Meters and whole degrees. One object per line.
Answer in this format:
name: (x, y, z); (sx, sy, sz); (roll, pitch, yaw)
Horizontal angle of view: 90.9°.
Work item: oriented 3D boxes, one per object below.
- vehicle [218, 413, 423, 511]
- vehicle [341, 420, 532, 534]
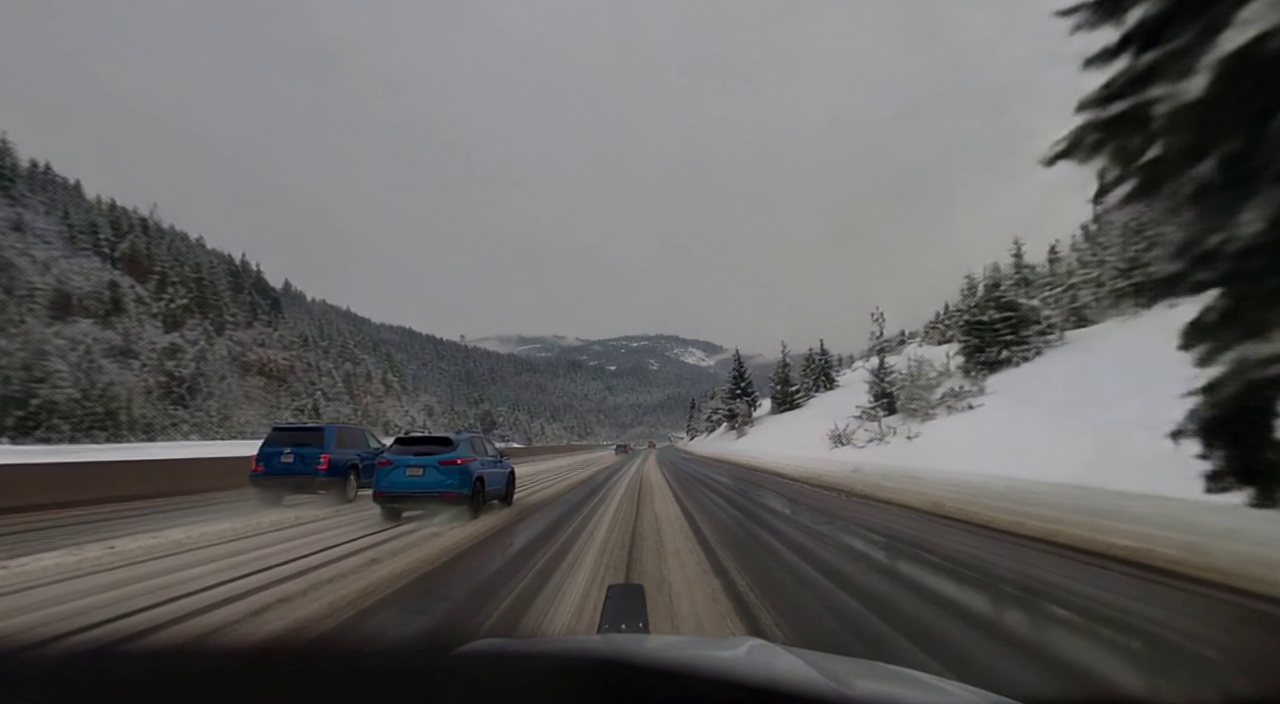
vehicle: (-7.209, 2.553, 15.045); (2.151, 1.925, 4.945); (0, -9, 1)
vehicle: (-3.390, 2.179, 11.541); (1.983, 1.663, 4.290); (0, -9, 1)
